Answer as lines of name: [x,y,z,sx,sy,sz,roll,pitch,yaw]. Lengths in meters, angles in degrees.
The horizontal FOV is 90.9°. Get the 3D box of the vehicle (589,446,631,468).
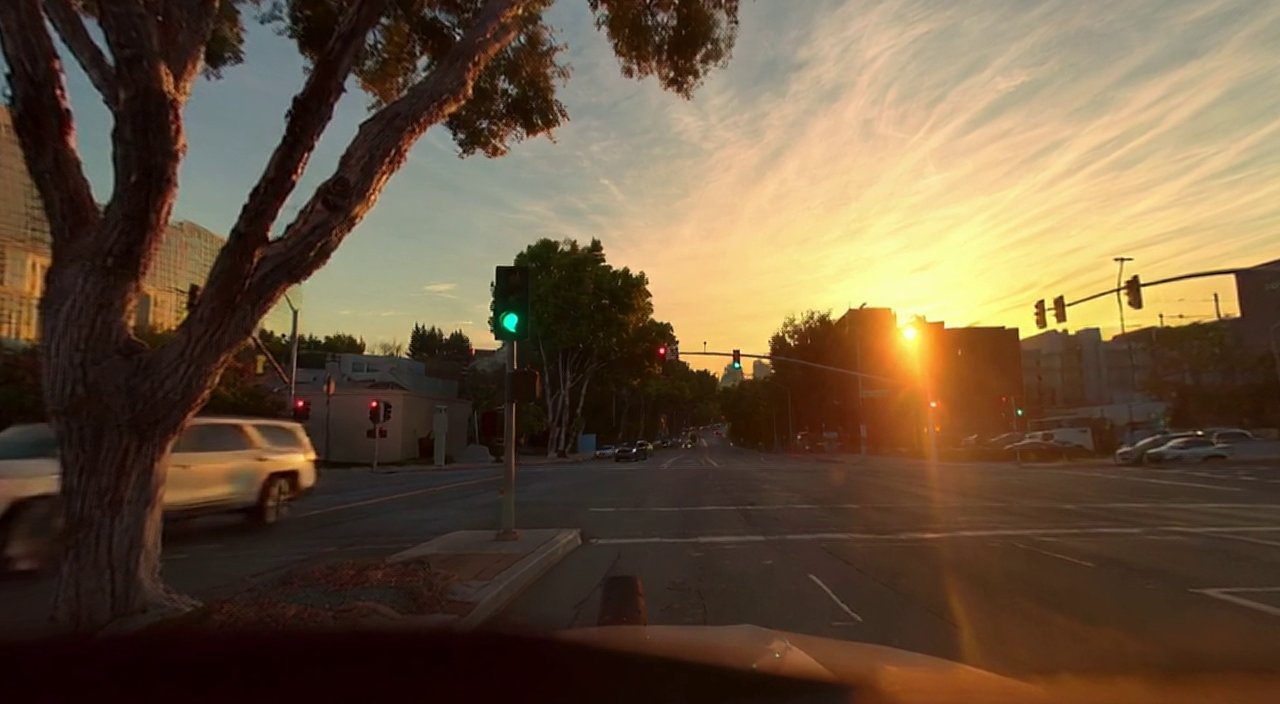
vehicle: [-2.070,7.481,45.263,2.076,1.476,3.873,-2,-8,12]

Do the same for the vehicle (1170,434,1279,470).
vehicle: [26.267,4.353,27.683,4.644,1.470,1.922,1,-8,-10]

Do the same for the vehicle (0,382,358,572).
vehicle: [-8.895,2.138,11.920,2.775,2.246,9.043,0,-8,2]

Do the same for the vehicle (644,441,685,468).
vehicle: [1.711,6.964,42.993,2.197,1.739,4.177,-2,-8,10]

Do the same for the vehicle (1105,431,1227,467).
vehicle: [25.909,4.771,31.135,4.441,1.674,2.035,1,-8,-8]
